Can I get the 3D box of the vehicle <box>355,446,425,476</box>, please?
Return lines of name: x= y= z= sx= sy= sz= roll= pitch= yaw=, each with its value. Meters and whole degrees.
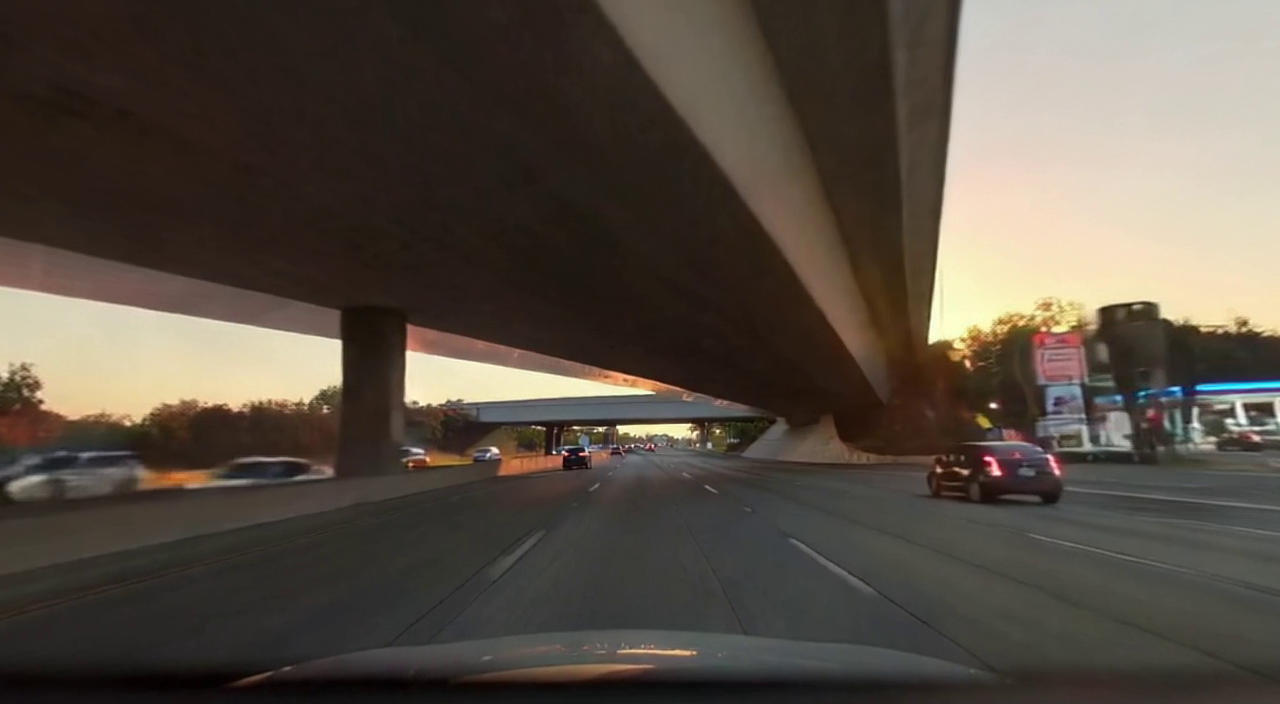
vehicle: x=-14.409 y=6.274 z=36.692 sx=2.211 sy=1.607 sz=4.458 roll=-1 pitch=-9 yaw=1

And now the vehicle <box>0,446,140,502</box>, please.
vehicle: x=-21.776 y=4.496 z=23.686 sx=2.037 sy=1.852 sz=4.731 roll=0 pitch=-9 yaw=0

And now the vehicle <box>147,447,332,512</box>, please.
vehicle: x=-10.364 y=3.298 z=16.836 sx=2.045 sy=1.466 sz=4.316 roll=-1 pitch=-9 yaw=1

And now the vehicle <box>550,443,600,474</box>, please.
vehicle: x=-3.324 y=5.538 z=32.968 sx=2.114 sy=1.510 sz=4.186 roll=-1 pitch=-9 yaw=1

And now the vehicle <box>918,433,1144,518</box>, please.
vehicle: x=7.981 y=2.557 z=13.620 sx=1.909 sy=1.467 sz=4.940 roll=-1 pitch=-9 yaw=3

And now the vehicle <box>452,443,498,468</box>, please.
vehicle: x=-11.174 y=7.050 z=43.050 sx=1.898 sy=1.610 sz=4.423 roll=-1 pitch=-9 yaw=1
